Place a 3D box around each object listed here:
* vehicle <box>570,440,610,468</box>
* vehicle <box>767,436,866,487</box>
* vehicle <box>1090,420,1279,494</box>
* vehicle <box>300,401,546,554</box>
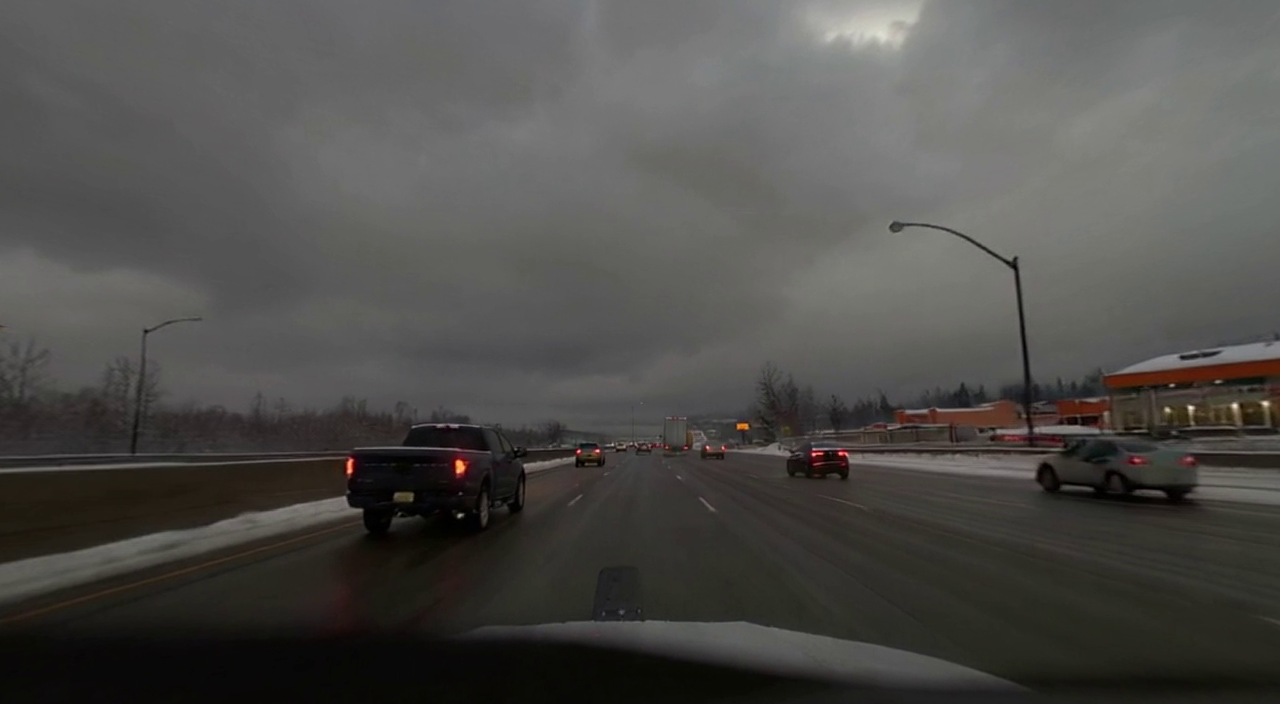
[{"bbox_3d":[-2.800,5.876,36.346,1.929,1.521,4.097,0,-9,1],"label":"vehicle"},{"bbox_3d":[5.768,3.635,21.197,1.980,1.501,4.433,0,-9,-1],"label":"vehicle"},{"bbox_3d":[26.057,5.090,30.648,2.893,3.189,6.320,2,-9,-8],"label":"vehicle"},{"bbox_3d":[-2.917,1.833,9.819,2.130,1.799,4.583,0,-9,1],"label":"vehicle"}]
